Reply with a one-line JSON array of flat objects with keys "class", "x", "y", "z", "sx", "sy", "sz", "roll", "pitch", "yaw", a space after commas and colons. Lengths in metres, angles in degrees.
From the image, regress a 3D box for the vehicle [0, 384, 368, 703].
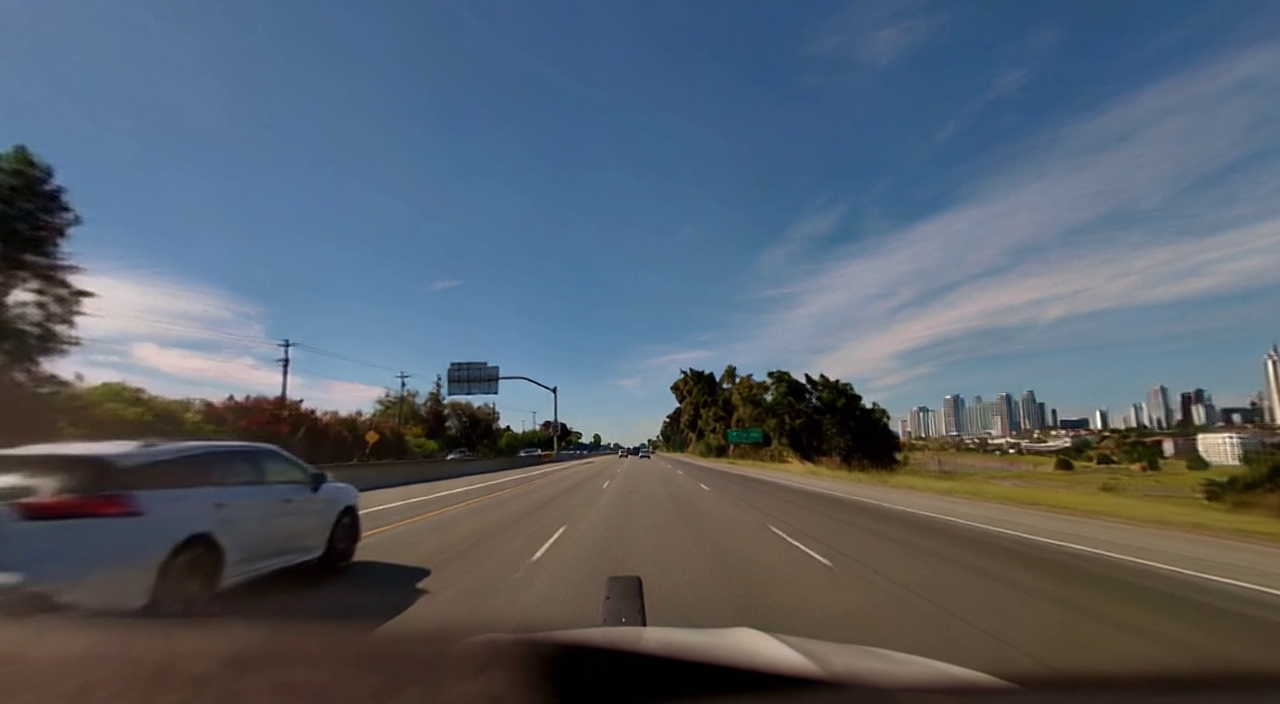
[{"class": "vehicle", "x": -3.903, "y": 1.216, "z": 4.644, "sx": 1.965, "sy": 1.556, "sz": 3.971, "roll": 0, "pitch": -9, "yaw": 1}]
